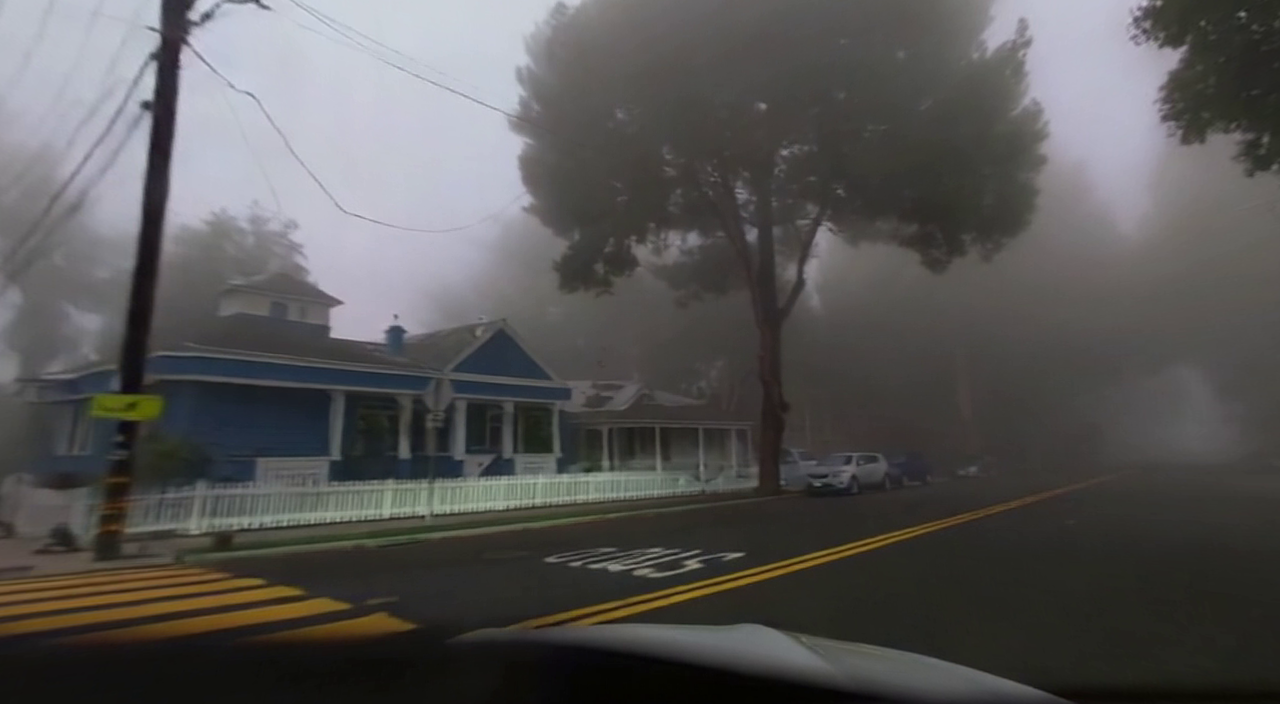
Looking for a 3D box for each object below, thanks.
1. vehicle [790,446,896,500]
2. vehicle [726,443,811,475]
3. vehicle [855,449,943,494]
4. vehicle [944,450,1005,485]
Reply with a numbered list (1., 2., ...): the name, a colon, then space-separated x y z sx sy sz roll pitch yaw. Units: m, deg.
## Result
1. vehicle: 7.622 4.424 23.505 1.975 1.775 4.509 -7 -11 42
2. vehicle: 7.530 6.264 37.268 4.492 1.725 2.033 -6 -11 38
3. vehicle: 11.241 5.070 27.250 1.913 1.723 4.318 -8 -12 44
4. vehicle: 18.966 6.466 35.758 1.970 1.785 4.274 -7 -11 41
